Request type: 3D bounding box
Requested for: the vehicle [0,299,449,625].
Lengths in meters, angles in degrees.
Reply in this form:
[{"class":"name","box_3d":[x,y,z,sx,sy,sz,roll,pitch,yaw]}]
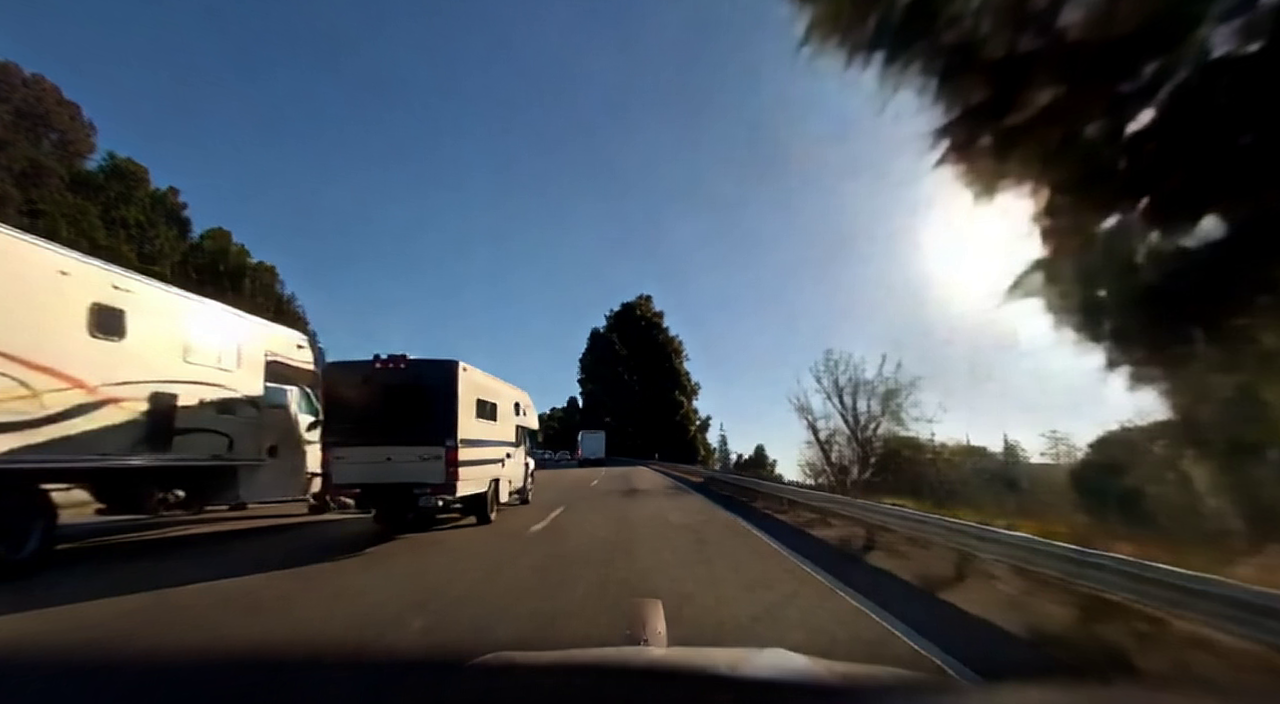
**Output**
[{"class":"vehicle","box_3d":[-3.890,1.127,6.944,2.331,2.583,3.743,0,-9,0]}]
